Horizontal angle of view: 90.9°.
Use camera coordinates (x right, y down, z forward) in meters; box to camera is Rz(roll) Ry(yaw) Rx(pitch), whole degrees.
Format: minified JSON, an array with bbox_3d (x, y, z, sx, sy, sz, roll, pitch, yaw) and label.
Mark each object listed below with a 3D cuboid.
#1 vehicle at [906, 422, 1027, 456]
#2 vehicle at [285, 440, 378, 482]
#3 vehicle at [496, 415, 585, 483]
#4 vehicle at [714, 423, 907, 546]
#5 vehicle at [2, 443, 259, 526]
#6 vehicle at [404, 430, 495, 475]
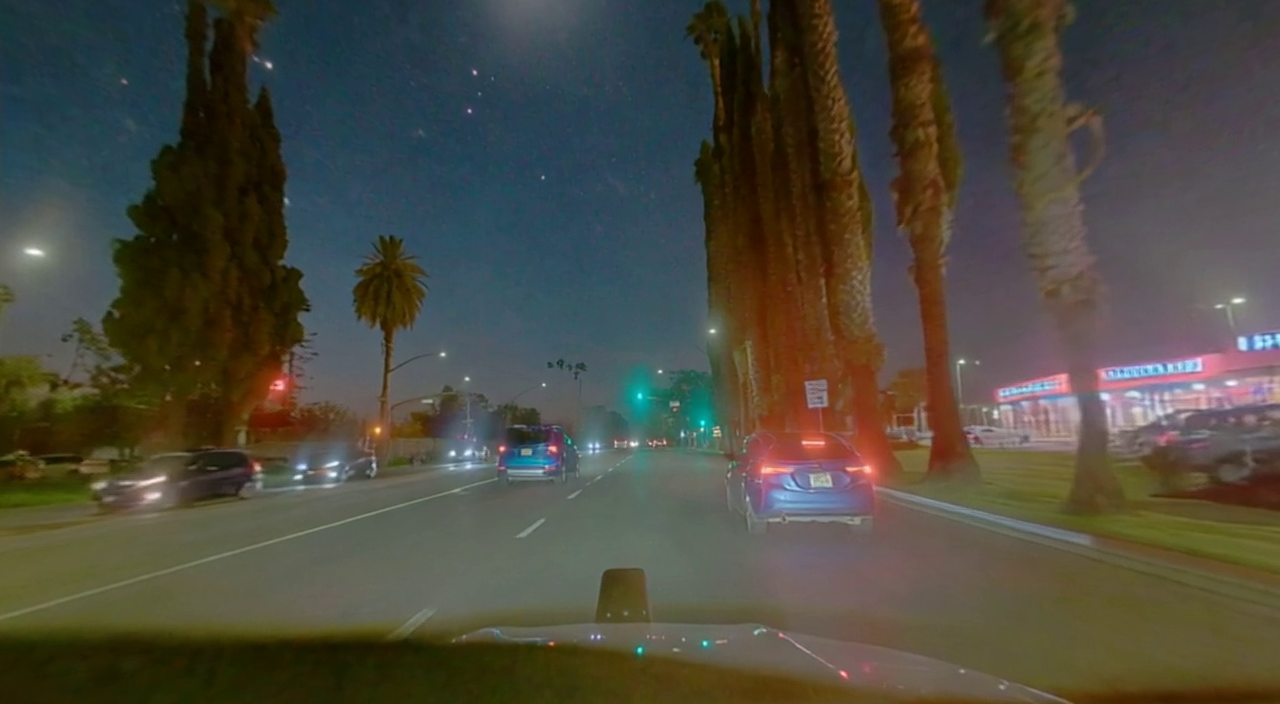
[{"bbox_3d":[15.354,4.151,29.915,4.680,1.506,2.017,-2,-9,14],"label":"vehicle"},{"bbox_3d":[-14.228,5.034,29.385,1.961,1.757,4.557,0,-9,0],"label":"vehicle"},{"bbox_3d":[-3.134,3.207,20.918,2.152,1.987,4.527,0,-9,1],"label":"vehicle"},{"bbox_3d":[2.326,1.939,9.938,1.919,1.472,4.470,0,-8,2],"label":"vehicle"},{"bbox_3d":[-10.797,2.794,13.910,2.025,1.525,4.318,0,-9,0],"label":"vehicle"},{"bbox_3d":[-6.599,3.541,22.354,1.751,1.445,4.340,0,-9,2],"label":"vehicle"}]
